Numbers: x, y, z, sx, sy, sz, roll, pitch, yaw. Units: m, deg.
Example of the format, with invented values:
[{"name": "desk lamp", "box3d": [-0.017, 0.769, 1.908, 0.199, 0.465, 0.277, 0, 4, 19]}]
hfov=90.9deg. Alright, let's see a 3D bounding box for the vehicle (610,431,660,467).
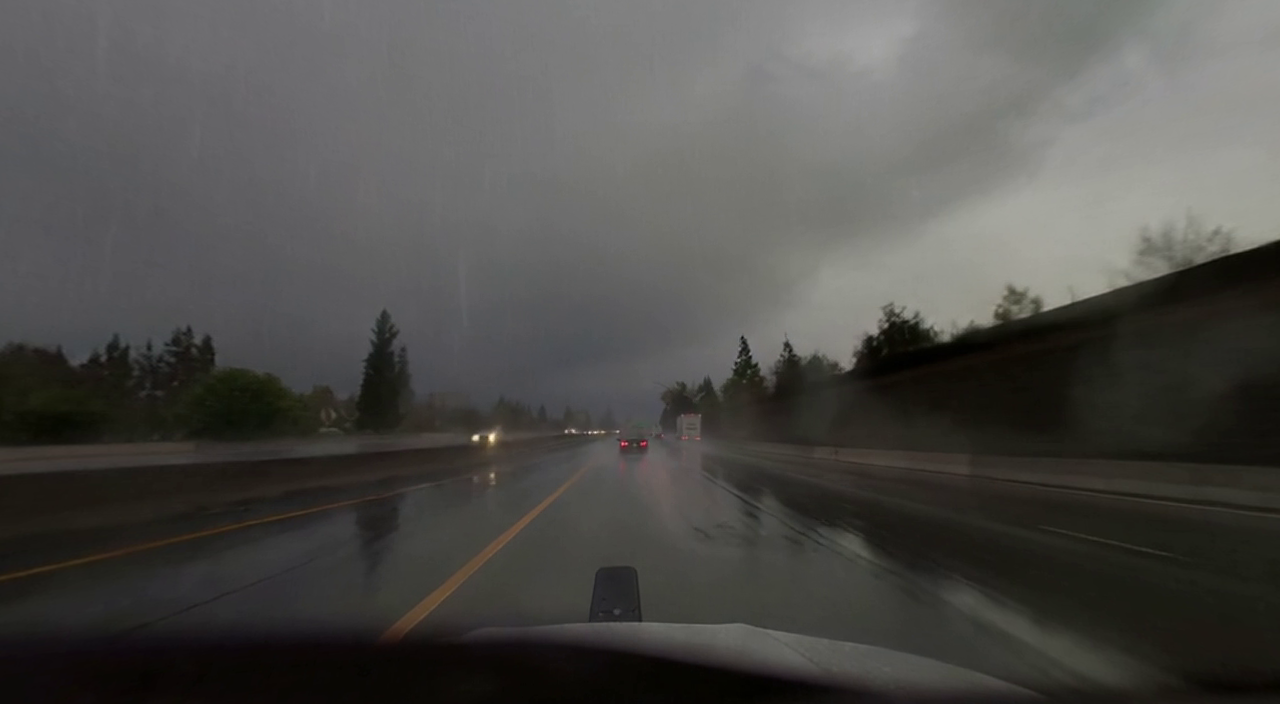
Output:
[{"name": "vehicle", "box3d": [-0.289, 4.388, 28.733, 2.119, 1.480, 4.000, 0, -8, -2]}]
